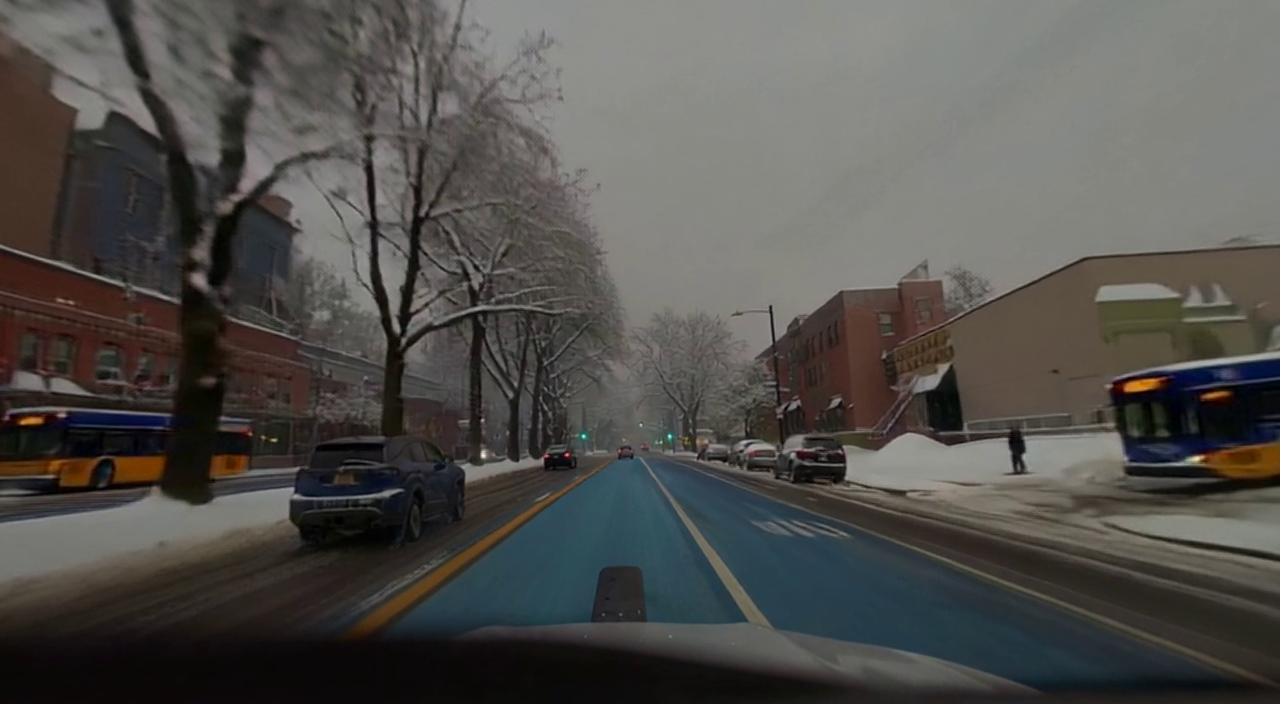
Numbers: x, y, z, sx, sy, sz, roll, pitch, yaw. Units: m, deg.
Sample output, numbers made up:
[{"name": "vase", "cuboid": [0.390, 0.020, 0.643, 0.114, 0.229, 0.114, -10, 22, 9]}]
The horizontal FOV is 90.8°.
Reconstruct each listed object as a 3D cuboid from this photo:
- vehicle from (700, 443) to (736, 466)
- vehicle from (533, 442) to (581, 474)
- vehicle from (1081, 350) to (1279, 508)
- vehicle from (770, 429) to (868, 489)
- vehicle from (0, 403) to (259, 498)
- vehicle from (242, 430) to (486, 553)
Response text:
[{"name": "vehicle", "cuboid": [5.564, 7.368, 45.583, 1.886, 1.530, 4.636, 0, -8, -2]}, {"name": "vehicle", "cuboid": [-4.265, 5.524, 33.228, 1.934, 1.522, 4.287, 0, -8, 0]}, {"name": "vehicle", "cuboid": [14.883, 1.393, 14.047, 7.722, 2.908, 3.067, -5, -7, -3]}, {"name": "vehicle", "cuboid": [5.939, 3.583, 21.522, 1.945, 1.829, 4.305, 0, -8, -2]}, {"name": "vehicle", "cuboid": [-22.262, 4.344, 28.492, 3.231, 3.391, 10.828, 0, -8, 1]}, {"name": "vehicle", "cuboid": [-4.038, 2.089, 10.261, 1.995, 1.524, 4.438, 0, -8, -1]}]
